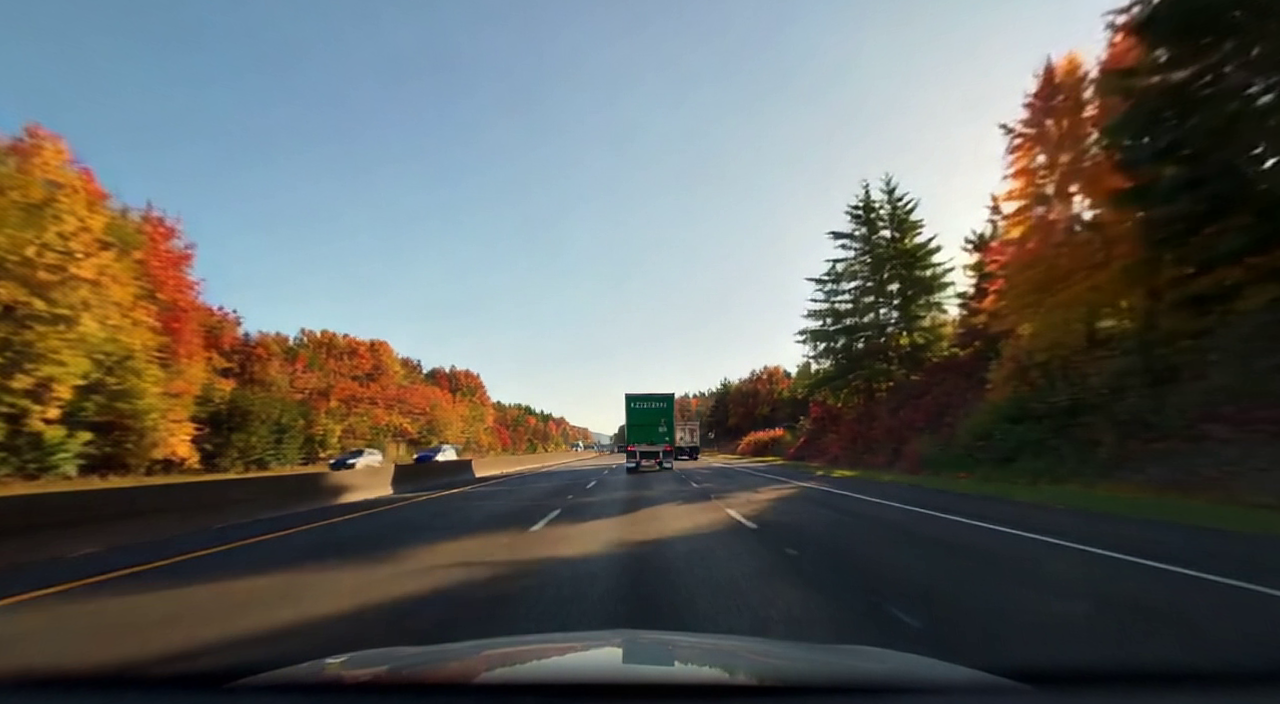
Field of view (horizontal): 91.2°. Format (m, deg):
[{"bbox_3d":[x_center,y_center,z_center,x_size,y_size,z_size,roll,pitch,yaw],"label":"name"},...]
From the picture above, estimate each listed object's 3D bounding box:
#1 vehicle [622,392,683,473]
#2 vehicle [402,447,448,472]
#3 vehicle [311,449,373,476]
[{"bbox_3d":[0.547,4.856,36.894,3.057,4.073,10.792,0,-9,-1],"label":"vehicle"},{"bbox_3d":[-15.579,7.796,45.619,1.908,1.728,4.054,0,-9,1],"label":"vehicle"},{"bbox_3d":[-19.754,7.316,41.753,1.859,1.646,4.370,0,-9,1],"label":"vehicle"}]
